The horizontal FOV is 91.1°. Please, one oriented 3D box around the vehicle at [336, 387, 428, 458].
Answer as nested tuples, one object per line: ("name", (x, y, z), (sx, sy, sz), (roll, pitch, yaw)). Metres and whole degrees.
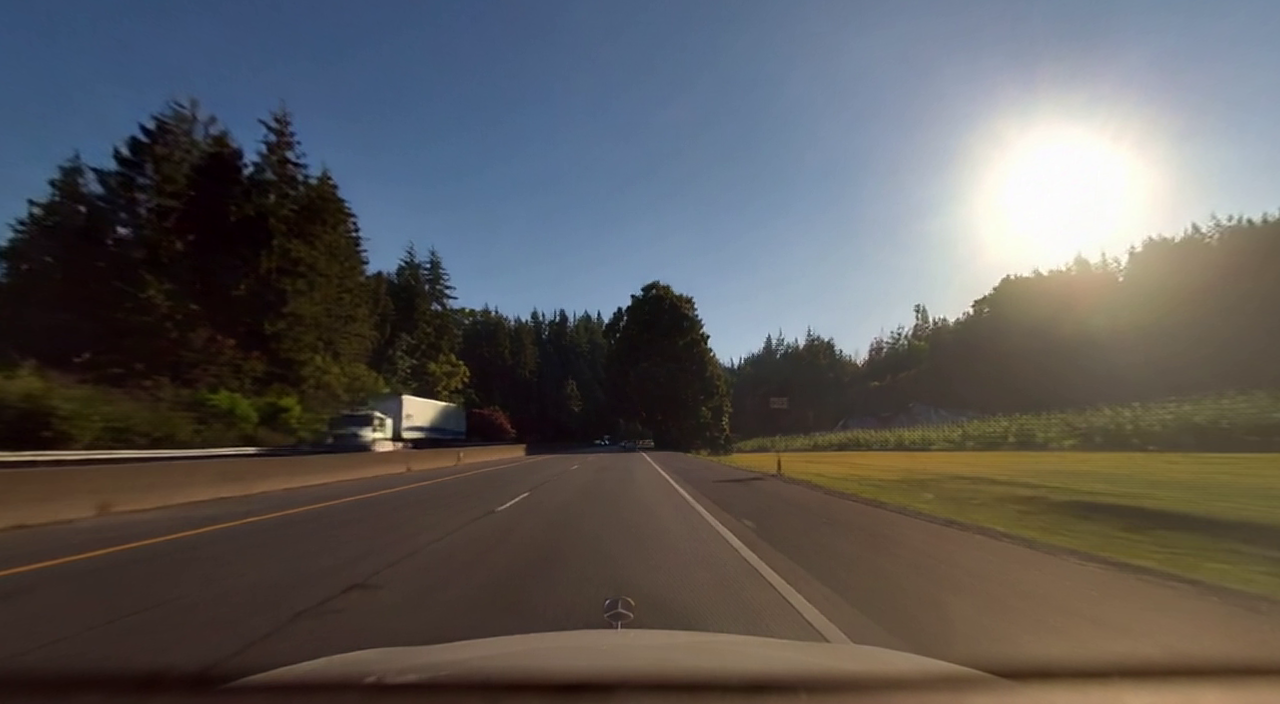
("vehicle", (-15.418, 4.337, 38.016), (3.012, 3.928, 5.894), (0, -8, -1))
